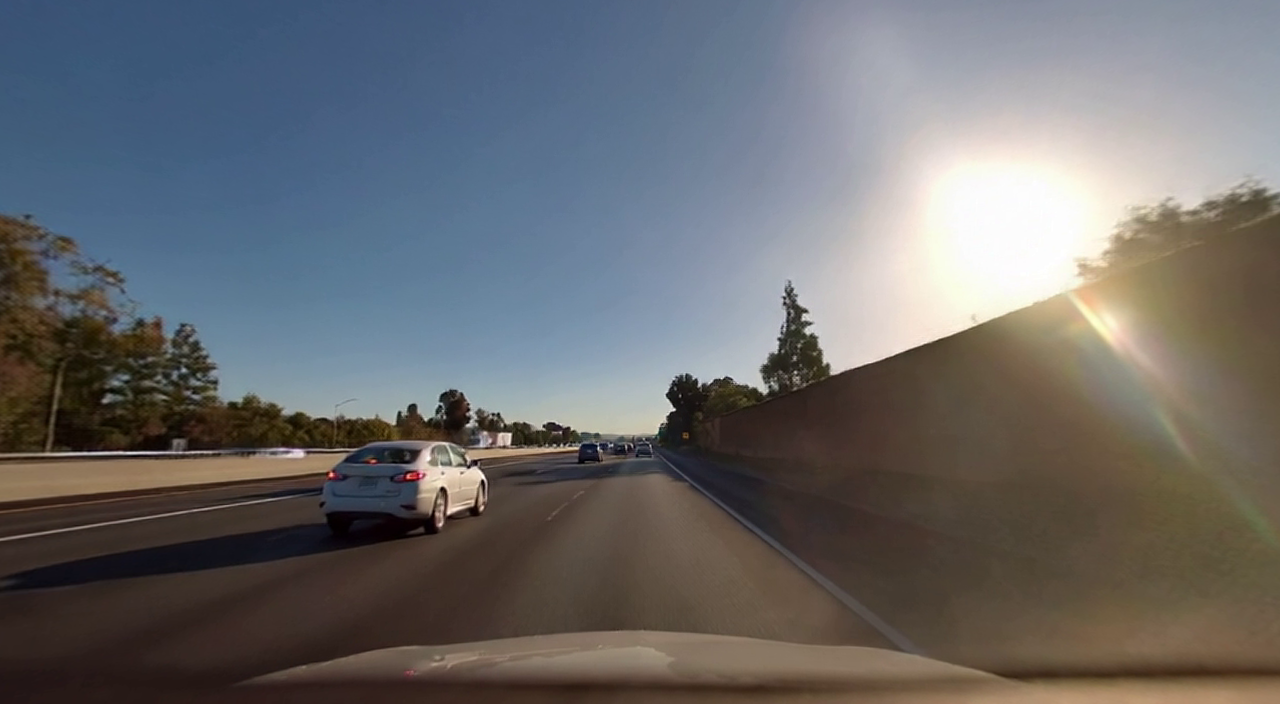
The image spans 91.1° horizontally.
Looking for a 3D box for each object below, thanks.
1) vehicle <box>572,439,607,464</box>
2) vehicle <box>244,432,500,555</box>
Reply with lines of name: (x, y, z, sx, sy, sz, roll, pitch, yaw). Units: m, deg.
vehicle: (-3.512, 7.090, 44.757, 2.036, 1.636, 4.511, 0, -8, 1)
vehicle: (-3.824, 2.095, 10.133, 1.945, 1.484, 4.803, 0, -8, 1)
